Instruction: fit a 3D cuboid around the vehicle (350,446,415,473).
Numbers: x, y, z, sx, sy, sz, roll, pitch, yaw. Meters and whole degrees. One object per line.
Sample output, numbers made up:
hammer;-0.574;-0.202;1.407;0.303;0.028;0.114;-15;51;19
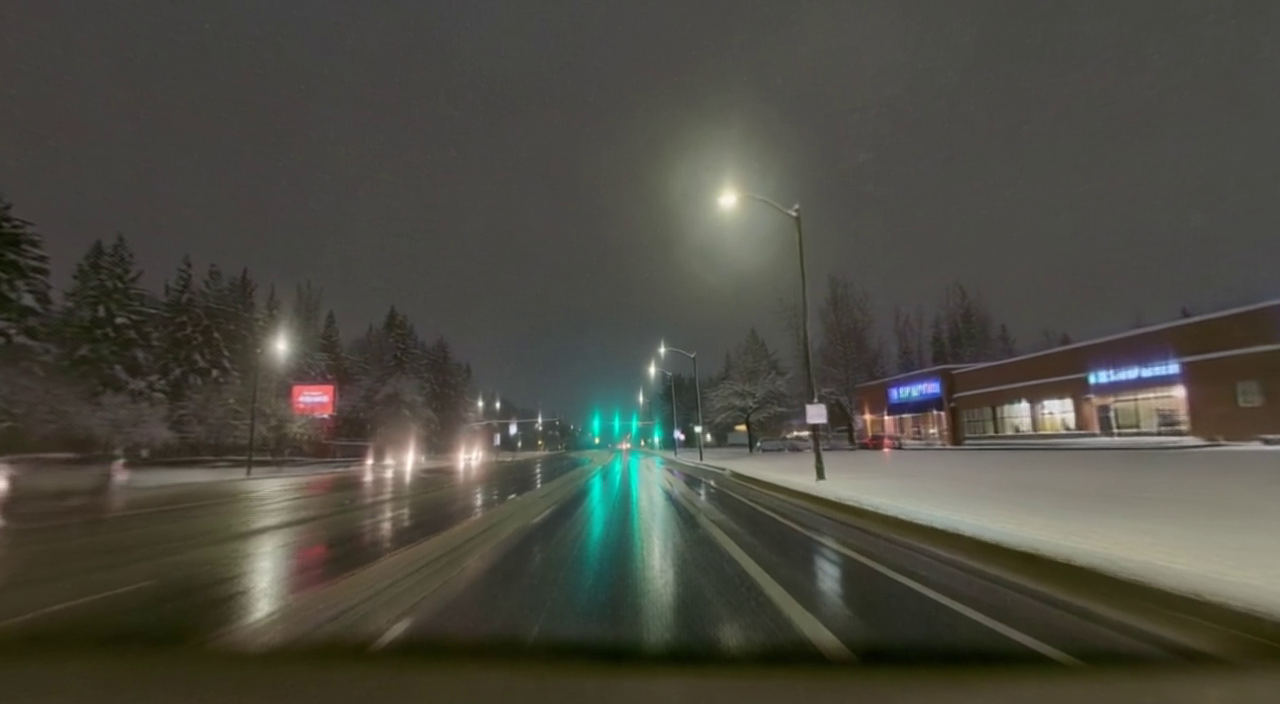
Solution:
vehicle;-14.650;6.123;36.107;1.907;1.469;4.441;0;-9;0
